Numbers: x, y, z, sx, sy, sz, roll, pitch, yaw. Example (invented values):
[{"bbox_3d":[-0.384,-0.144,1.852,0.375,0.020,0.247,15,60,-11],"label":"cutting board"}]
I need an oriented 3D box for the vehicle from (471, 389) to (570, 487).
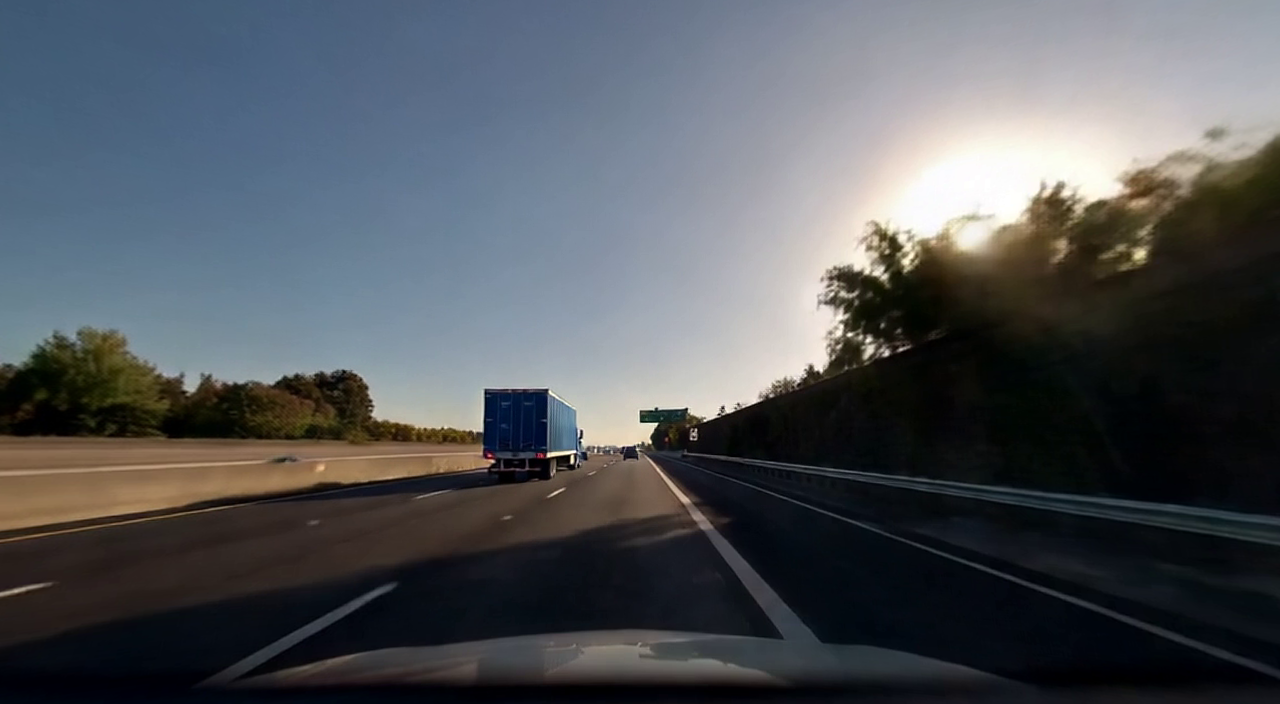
[{"bbox_3d":[-4.673,3.615,26.243,2.707,3.461,7.191,0,-9,0],"label":"vehicle"}]
